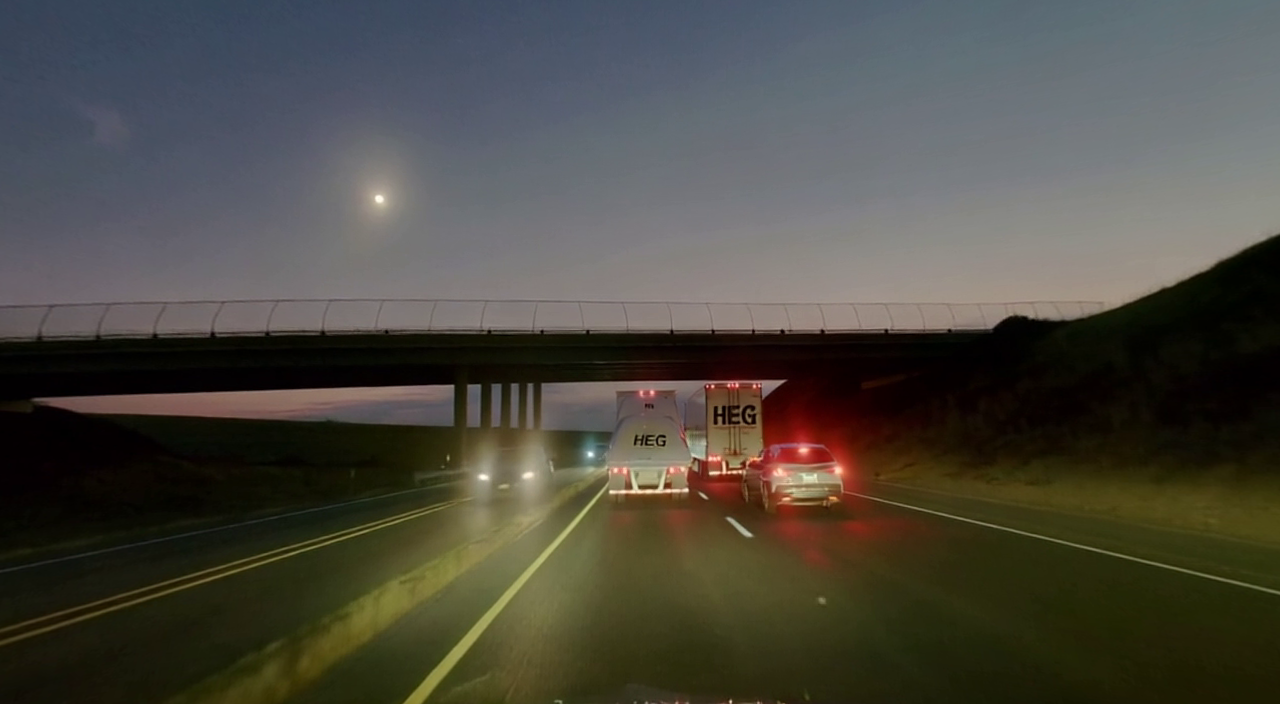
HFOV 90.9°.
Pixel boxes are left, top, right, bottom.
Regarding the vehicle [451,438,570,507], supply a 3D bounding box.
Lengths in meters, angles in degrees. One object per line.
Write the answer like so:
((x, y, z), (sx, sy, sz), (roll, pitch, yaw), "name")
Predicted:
((-3.190, 3.077, 16.501), (2.096, 1.531, 4.210), (-1, -9, 2), "vehicle")

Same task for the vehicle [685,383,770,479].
((3.880, 3.783, 29.552), (2.948, 3.974, 6.480), (-1, -9, 0), "vehicle")

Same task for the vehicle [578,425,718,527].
((0.168, 2.324, 12.261), (2.256, 1.615, 4.114), (-1, -9, 1), "vehicle")

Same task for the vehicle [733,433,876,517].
((3.327, 2.575, 13.604), (1.972, 1.505, 3.946), (-1, -9, 0), "vehicle")
